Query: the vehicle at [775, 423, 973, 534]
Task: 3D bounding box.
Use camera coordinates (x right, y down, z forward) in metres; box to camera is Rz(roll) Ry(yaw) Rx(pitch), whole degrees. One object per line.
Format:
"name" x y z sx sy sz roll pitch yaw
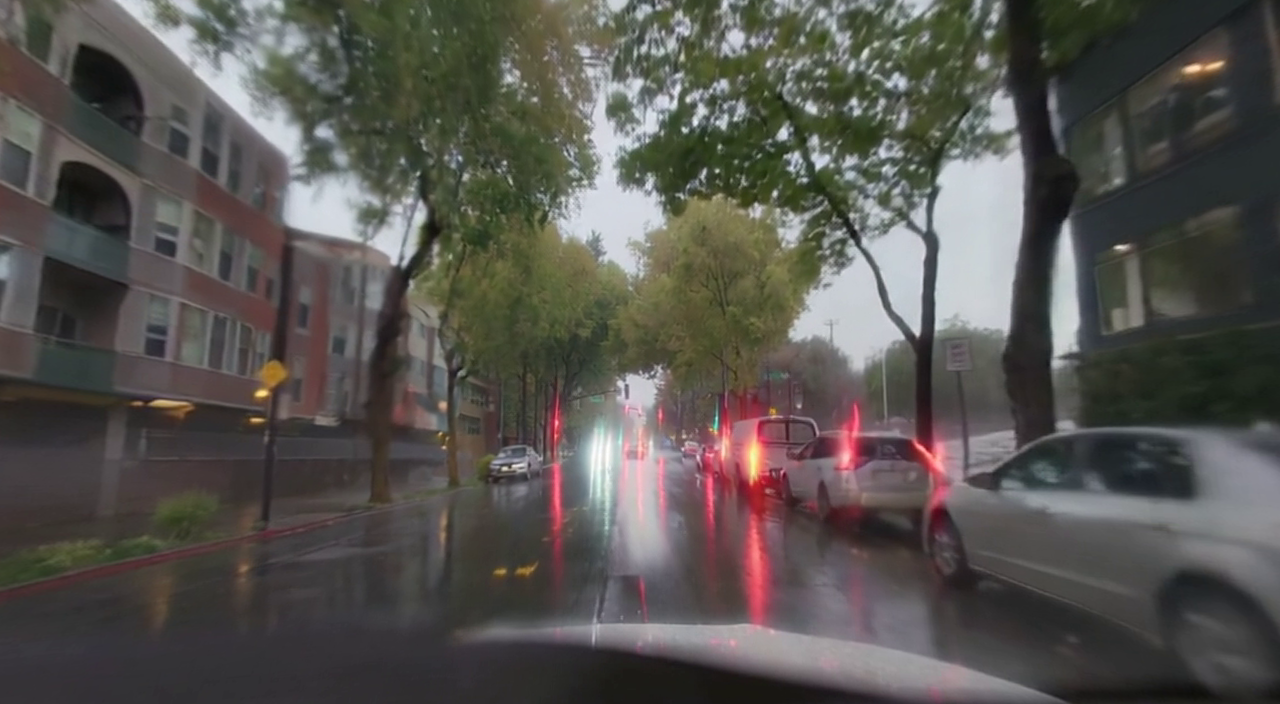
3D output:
"vehicle" 3.892 2.162 11.407 1.871 1.603 4.161 0 -8 -1

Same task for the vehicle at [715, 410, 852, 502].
"vehicle" 3.538 2.755 17.043 2.356 2.043 5.791 0 -8 0

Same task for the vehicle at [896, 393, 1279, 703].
"vehicle" 3.720 1.145 4.144 2.066 1.494 4.843 0 -8 0

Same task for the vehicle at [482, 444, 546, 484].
"vehicle" -6.050 5.417 30.898 2.013 1.772 4.439 -1 -8 2

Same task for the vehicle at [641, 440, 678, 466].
"vehicle" 1.365 6.764 42.557 2.111 1.619 4.077 -1 -9 8
